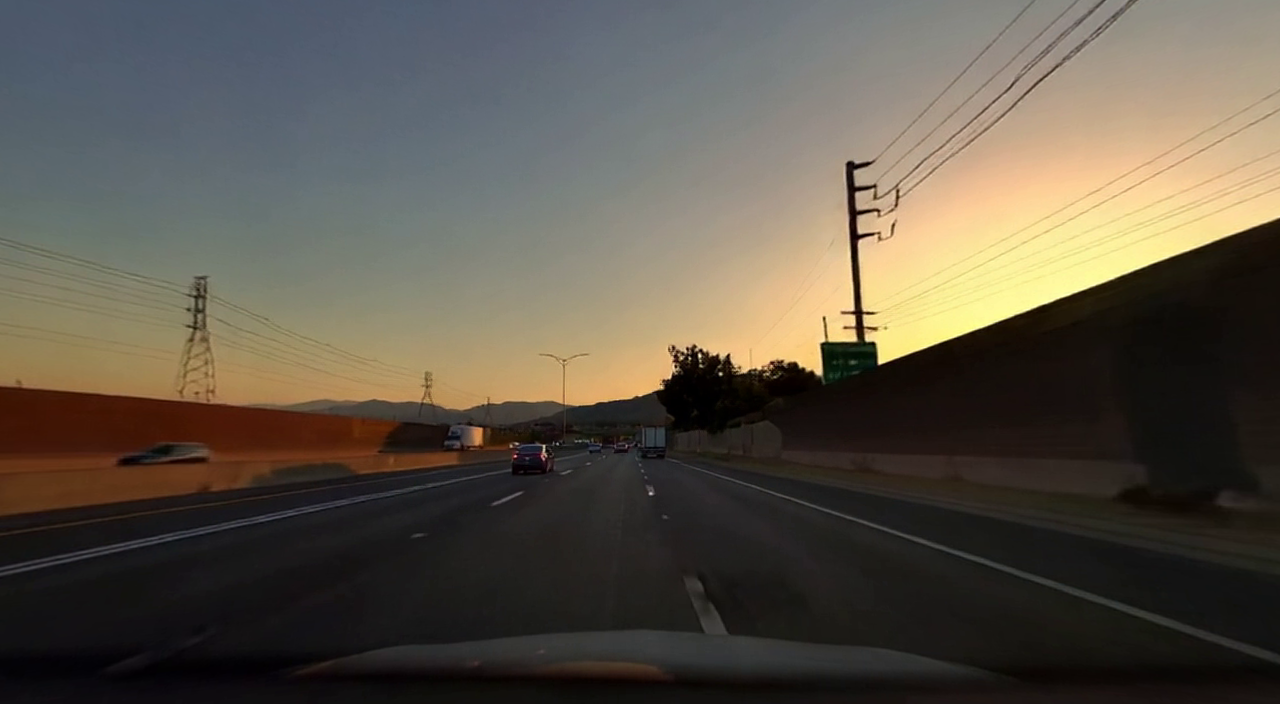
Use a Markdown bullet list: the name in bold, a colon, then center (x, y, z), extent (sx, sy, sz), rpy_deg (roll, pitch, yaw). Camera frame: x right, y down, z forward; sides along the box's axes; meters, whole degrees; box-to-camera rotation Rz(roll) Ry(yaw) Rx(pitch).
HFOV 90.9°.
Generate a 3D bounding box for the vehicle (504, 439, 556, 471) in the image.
- **vehicle**: center (-5.956, 5.613, 34.687), extent (2.064, 1.642, 4.389), rpy_deg (0, -8, 0)

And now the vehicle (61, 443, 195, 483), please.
- **vehicle**: center (-20.371, 4.409, 25.383), extent (1.821, 1.473, 4.245), rpy_deg (0, -8, 0)
